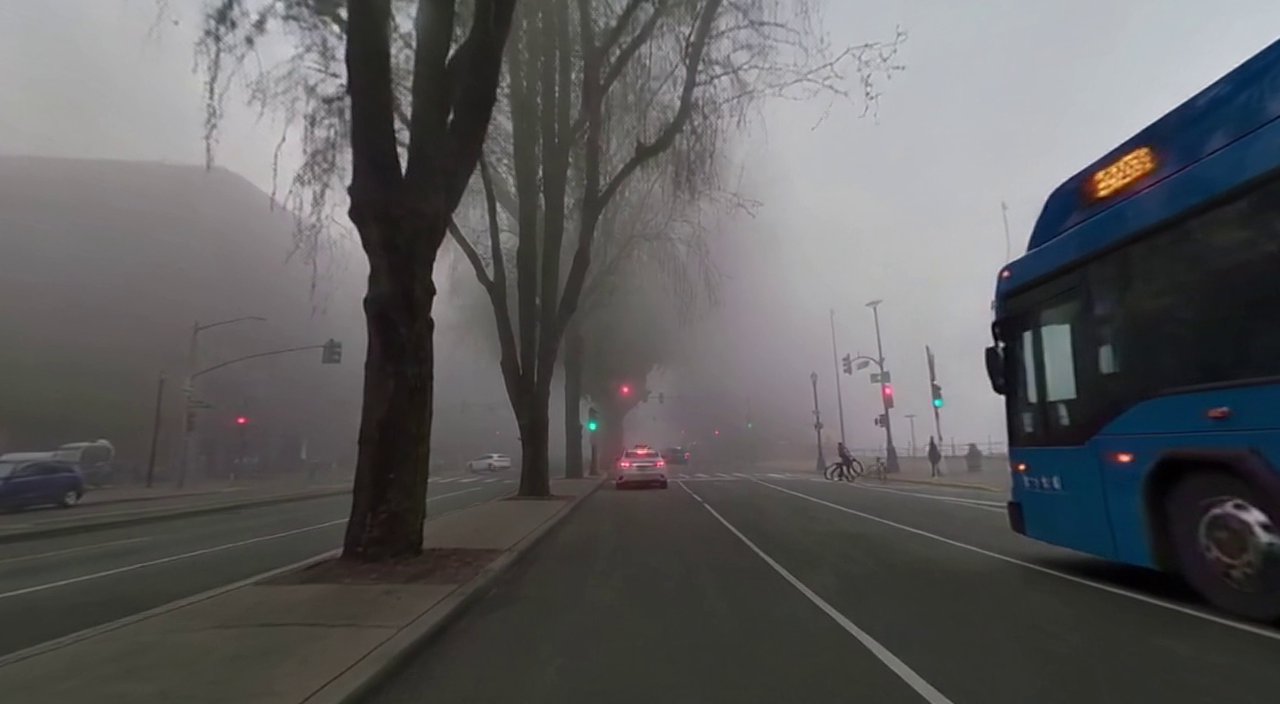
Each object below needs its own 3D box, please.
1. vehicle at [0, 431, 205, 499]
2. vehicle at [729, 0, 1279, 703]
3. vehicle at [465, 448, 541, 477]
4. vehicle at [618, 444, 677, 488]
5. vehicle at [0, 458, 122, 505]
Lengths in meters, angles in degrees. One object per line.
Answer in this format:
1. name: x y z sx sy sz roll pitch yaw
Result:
1. vehicle: -29.550 6.095 34.487 9.150 3.310 2.988 6 -12 -37
2. vehicle: 3.407 0.266 5.335 3.250 3.731 13.693 0 -9 0
3. vehicle: -8.376 6.783 38.936 4.417 1.490 1.816 -1 -8 -9
4. vehicle: 0.270 4.363 24.531 2.123 1.544 4.158 0 -8 0
5. vehicle: -26.366 5.749 28.387 4.570 1.858 1.942 7 -11 -41
